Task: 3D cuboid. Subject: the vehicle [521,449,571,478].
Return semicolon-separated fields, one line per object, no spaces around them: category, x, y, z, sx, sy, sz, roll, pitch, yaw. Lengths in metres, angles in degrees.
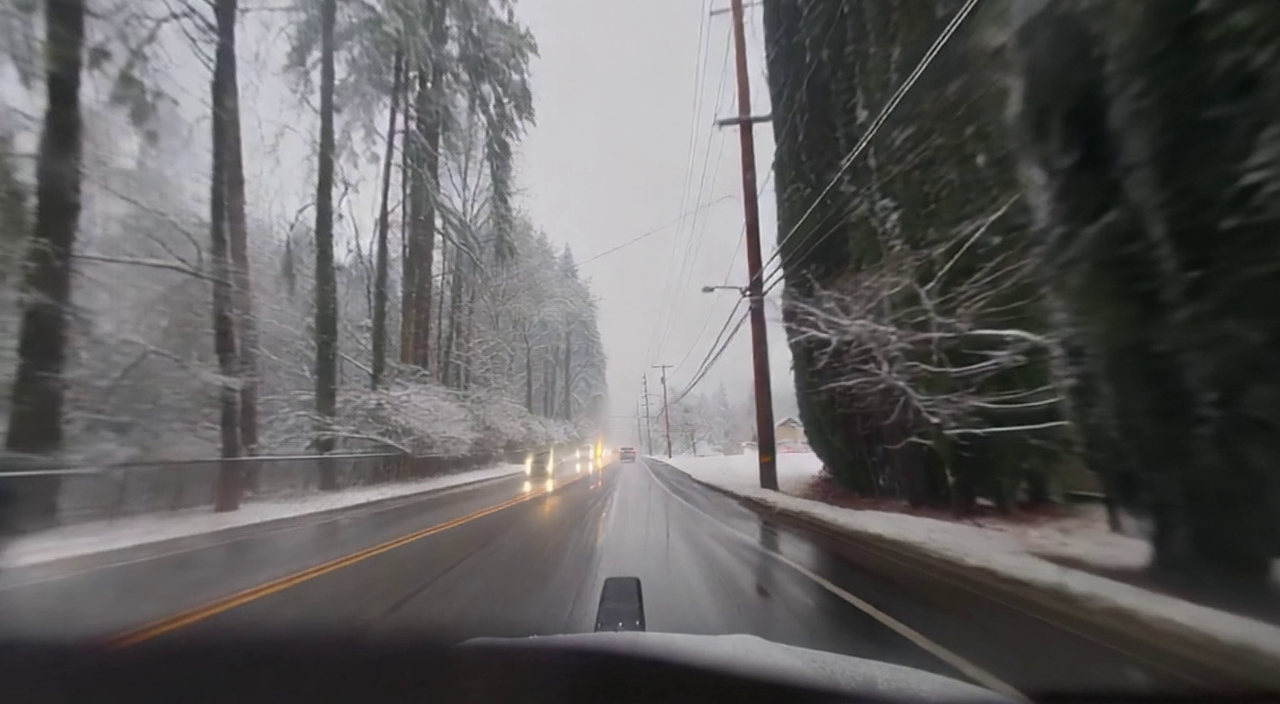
vehicle;-5.125;6.144;35.099;2.069;1.471;4.226;0;-8;1
